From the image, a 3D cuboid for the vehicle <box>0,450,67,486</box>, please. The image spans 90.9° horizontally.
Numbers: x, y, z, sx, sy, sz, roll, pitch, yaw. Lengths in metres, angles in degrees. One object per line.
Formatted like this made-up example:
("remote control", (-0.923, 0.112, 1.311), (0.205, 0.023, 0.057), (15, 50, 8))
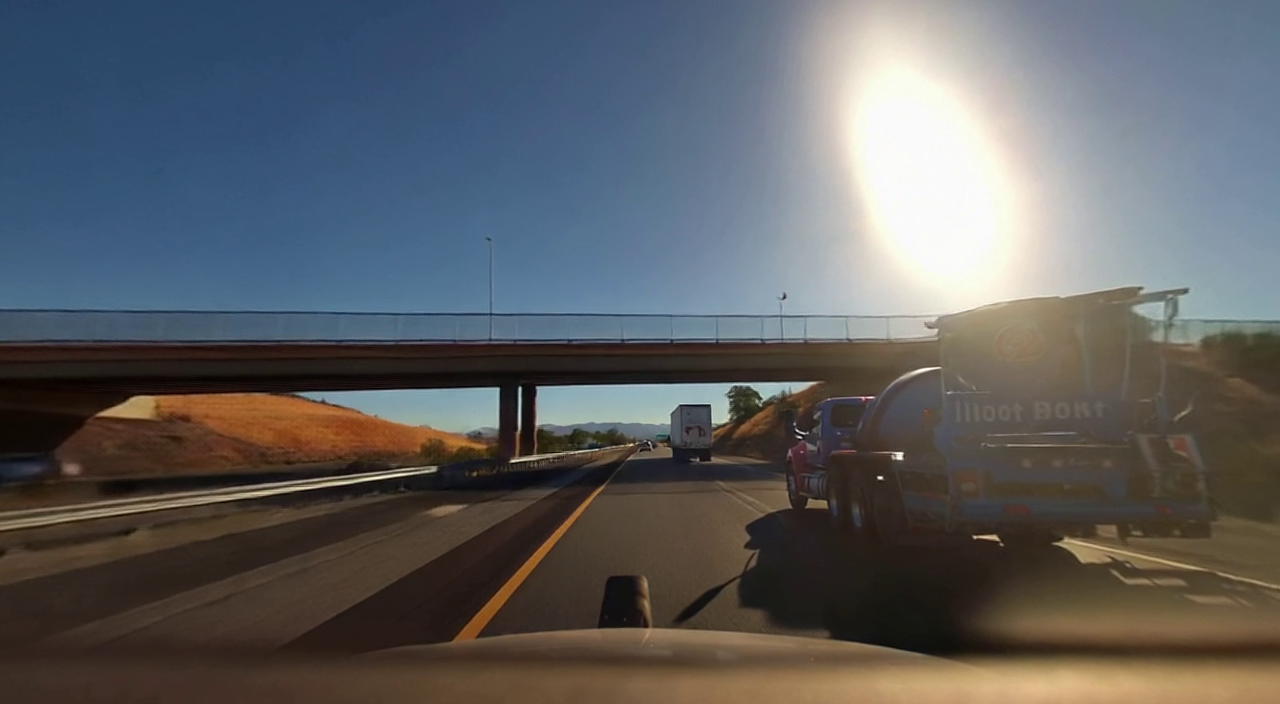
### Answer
("vehicle", (-32.424, 5.868, 32.029), (2.021, 1.732, 4.793), (0, -8, 1))
